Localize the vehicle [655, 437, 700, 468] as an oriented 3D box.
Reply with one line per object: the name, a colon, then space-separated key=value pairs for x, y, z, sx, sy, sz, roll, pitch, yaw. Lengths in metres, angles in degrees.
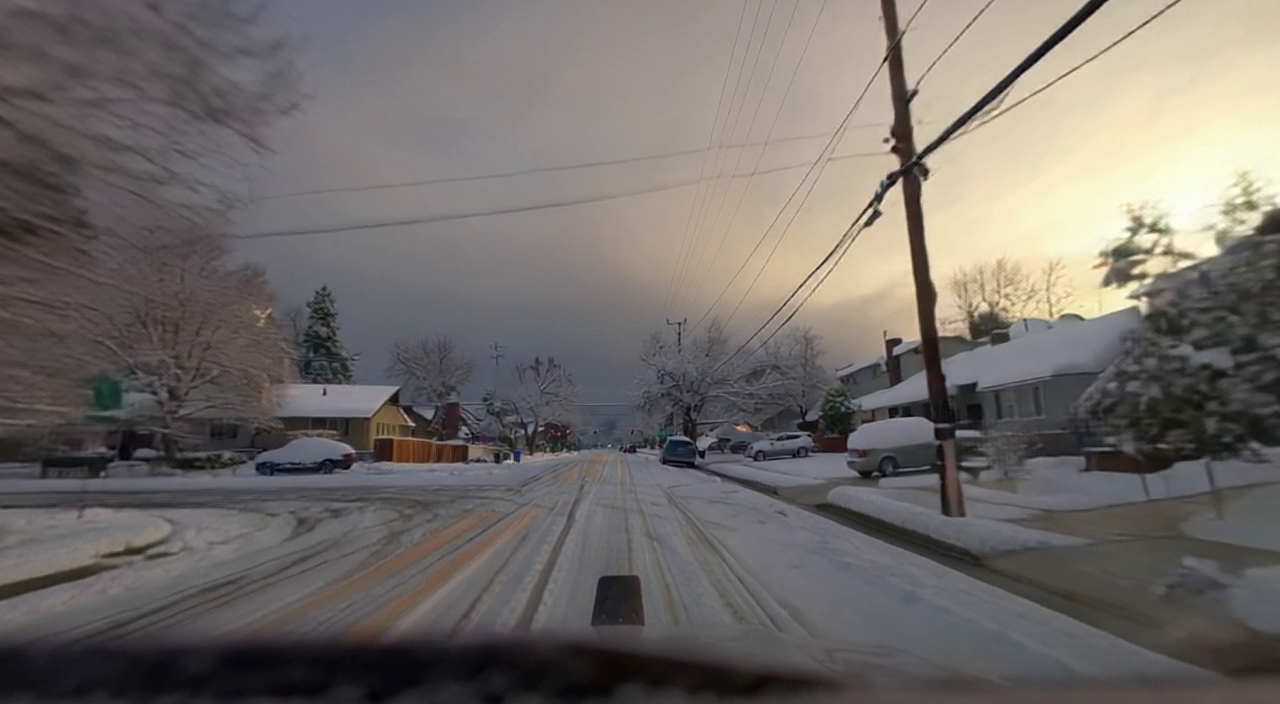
vehicle: x=2.470 y=6.847 z=43.307 sx=2.214 sy=1.962 sz=4.733 roll=1 pitch=-9 yaw=-7

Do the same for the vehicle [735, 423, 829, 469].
vehicle: x=8.415 y=5.594 z=37.794 sx=4.801 sy=2.139 sz=2.164 roll=-6 pitch=-7 yaw=-3
